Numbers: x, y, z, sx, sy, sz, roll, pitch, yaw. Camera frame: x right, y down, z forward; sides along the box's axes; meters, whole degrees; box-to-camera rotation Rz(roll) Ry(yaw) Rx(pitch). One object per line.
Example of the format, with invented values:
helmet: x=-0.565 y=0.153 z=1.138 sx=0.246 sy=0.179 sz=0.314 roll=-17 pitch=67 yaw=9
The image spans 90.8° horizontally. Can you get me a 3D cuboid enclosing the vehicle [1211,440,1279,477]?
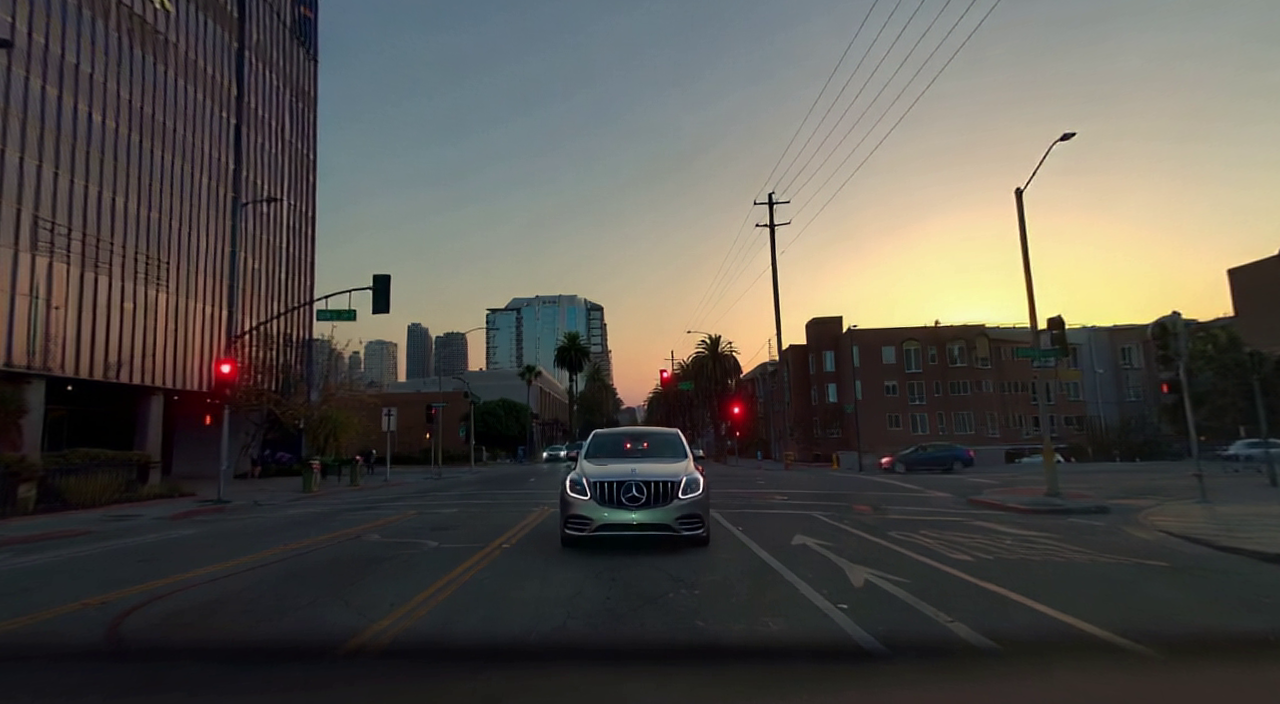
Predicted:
vehicle: x=29.225 y=4.857 z=28.930 sx=4.118 sy=1.593 sz=2.004 roll=0 pitch=-8 yaw=-1

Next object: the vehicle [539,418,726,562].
vehicle: x=-0.085 y=1.869 z=9.223 sx=2.144 sy=1.643 sz=3.770 roll=0 pitch=-8 yaw=0

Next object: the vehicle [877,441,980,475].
vehicle: x=15.820 y=5.821 z=34.868 sx=4.649 sy=1.760 sz=2.029 roll=-1 pitch=-8 yaw=5

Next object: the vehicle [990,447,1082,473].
vehicle: x=24.211 y=6.599 z=38.686 sx=4.417 sy=1.462 sz=1.761 roll=0 pitch=-8 yaw=-1

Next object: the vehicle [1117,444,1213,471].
vehicle: x=32.148 y=6.465 z=38.777 sx=4.234 sy=1.613 sz=1.812 roll=0 pitch=-8 yaw=-1
